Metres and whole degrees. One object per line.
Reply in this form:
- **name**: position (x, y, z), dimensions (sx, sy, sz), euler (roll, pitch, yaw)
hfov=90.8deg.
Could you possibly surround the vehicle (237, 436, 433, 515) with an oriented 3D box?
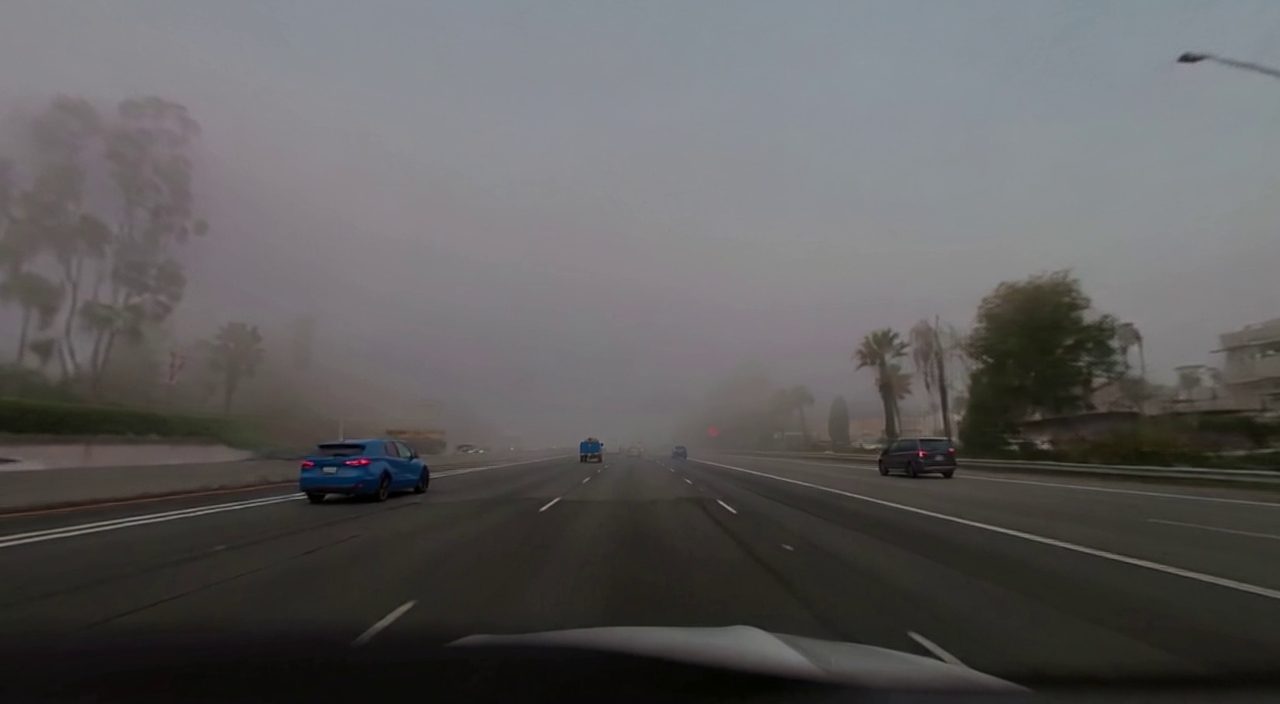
- **vehicle**: position (-6.659, 2.752, 14.609), dimensions (2.018, 1.480, 4.999), euler (0, -9, 0)

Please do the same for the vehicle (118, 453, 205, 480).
- **vehicle**: position (-27.988, 6.691, 37.124), dimensions (1.778, 1.432, 4.199), euler (0, -9, 0)

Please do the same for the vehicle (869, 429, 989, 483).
- **vehicle**: position (10.586, 3.851, 23.589), dimensions (2.168, 1.792, 4.457), euler (0, -9, -3)
